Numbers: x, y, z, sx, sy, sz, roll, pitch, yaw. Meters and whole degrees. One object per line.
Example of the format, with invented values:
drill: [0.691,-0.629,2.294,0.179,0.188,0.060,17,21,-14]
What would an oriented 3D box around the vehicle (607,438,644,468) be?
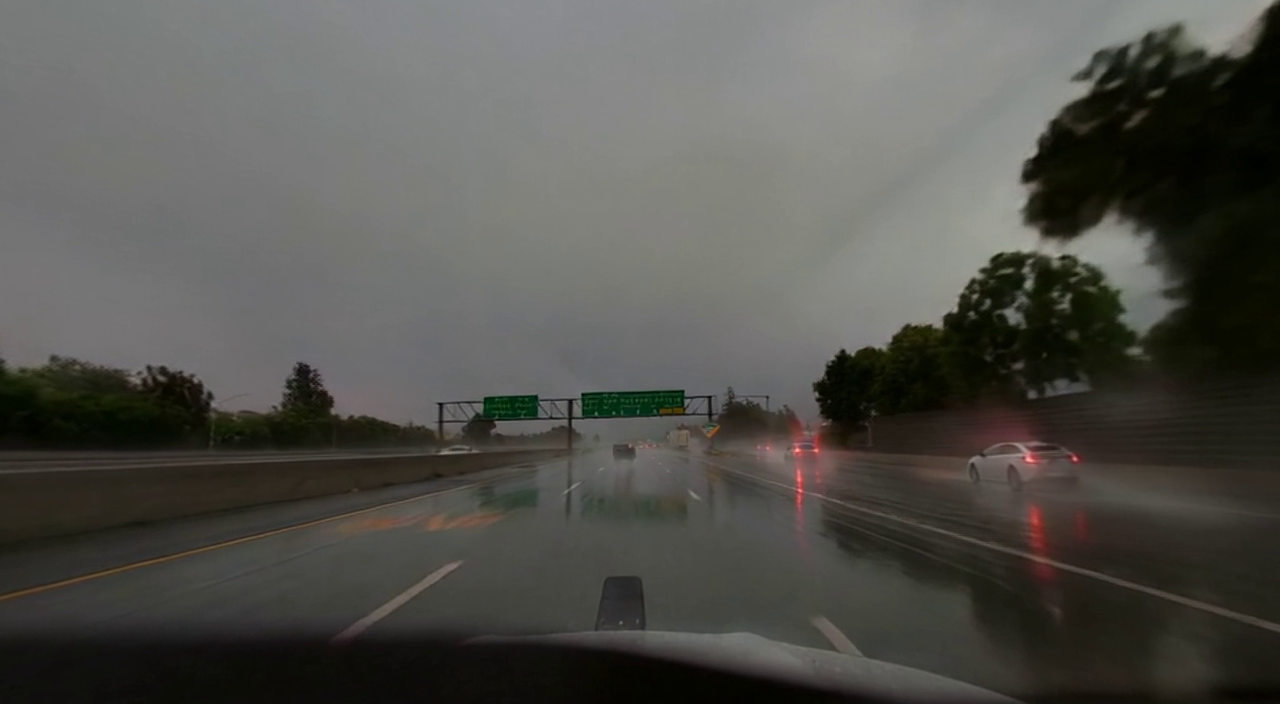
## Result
vehicle: [-0.863,6.166,38.820,2.121,1.739,4.087,0,-8,0]

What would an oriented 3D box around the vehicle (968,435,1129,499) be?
vehicle: [12.076,3.407,19.114,1.912,1.673,4.438,0,-8,1]

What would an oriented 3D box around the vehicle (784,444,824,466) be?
vehicle: [12.199,7.648,47.242,1.867,1.563,4.436,0,-8,2]
